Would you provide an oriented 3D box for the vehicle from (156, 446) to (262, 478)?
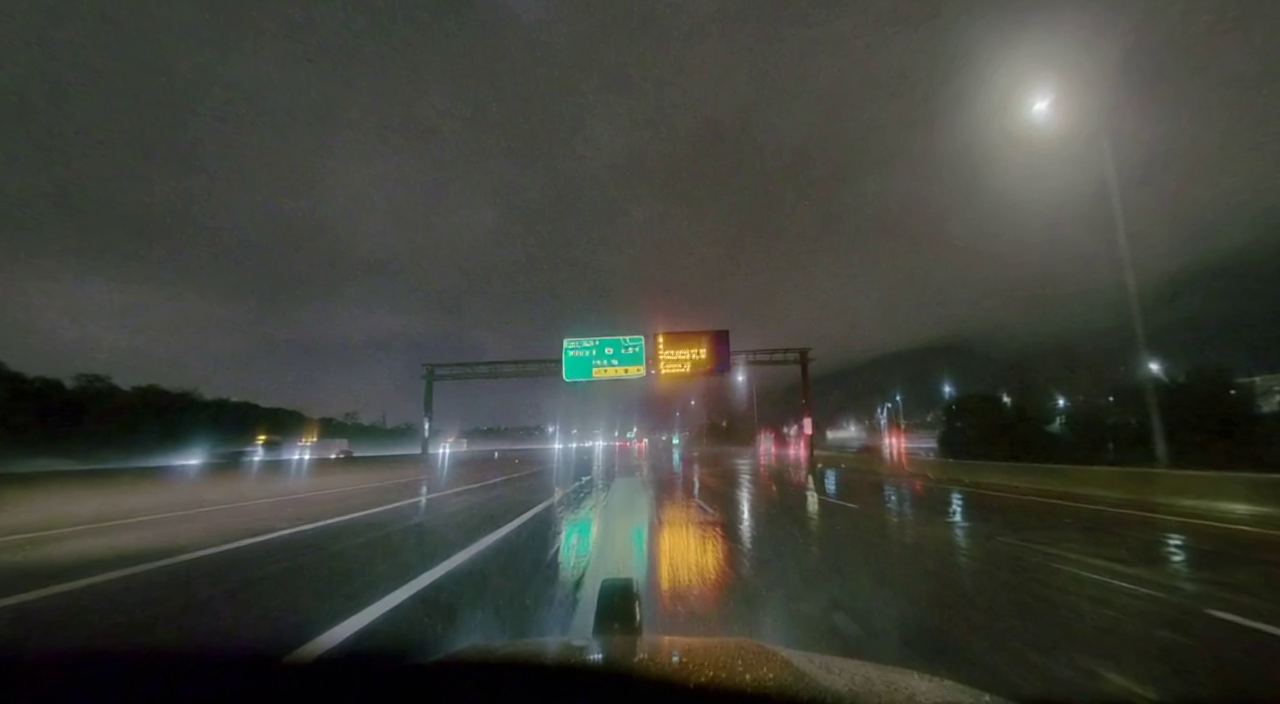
[{"bbox_3d":[-22.287,5.676,32.978,2.007,1.444,5.016,0,-8,1],"label":"vehicle"}]
